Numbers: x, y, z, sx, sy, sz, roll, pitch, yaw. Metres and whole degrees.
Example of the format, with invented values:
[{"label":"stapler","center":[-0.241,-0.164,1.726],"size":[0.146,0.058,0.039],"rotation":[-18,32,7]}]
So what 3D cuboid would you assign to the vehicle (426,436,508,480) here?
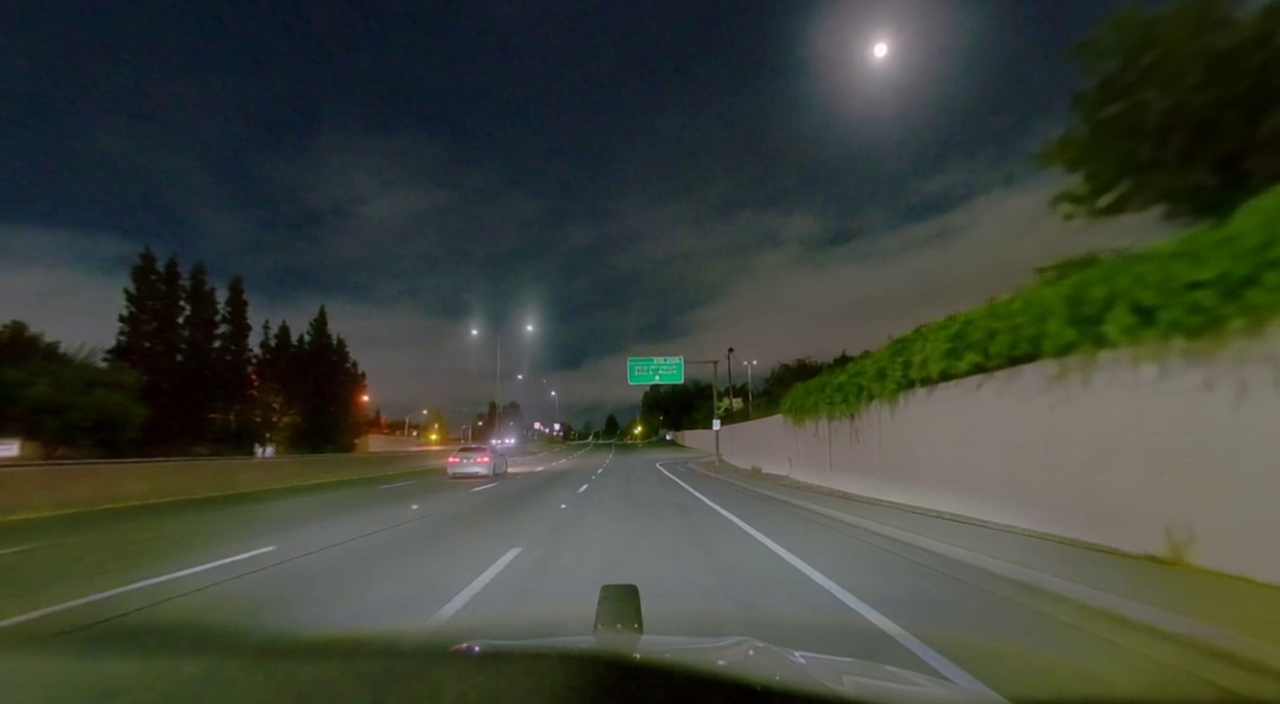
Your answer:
[{"label":"vehicle","center":[-7.217,4.474,26.918],"size":[2.115,1.711,4.722],"rotation":[0,-9,0]}]
